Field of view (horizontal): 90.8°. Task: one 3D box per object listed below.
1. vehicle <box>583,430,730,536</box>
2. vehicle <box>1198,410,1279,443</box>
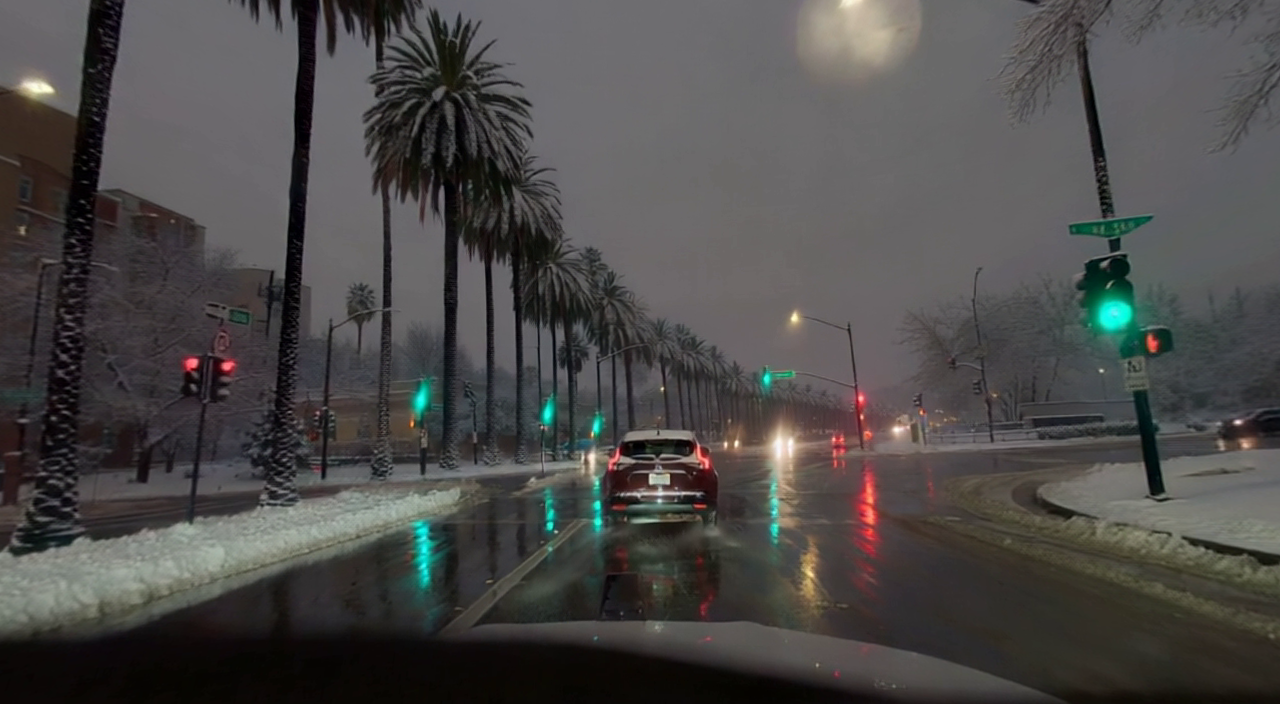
[{"bbox_3d":[0.347,2.180,11.143,2.096,1.492,4.071,-1,-8,3],"label":"vehicle"},{"bbox_3d":[36.509,4.460,37.658,5.049,1.861,2.081,2,-9,-12],"label":"vehicle"}]
